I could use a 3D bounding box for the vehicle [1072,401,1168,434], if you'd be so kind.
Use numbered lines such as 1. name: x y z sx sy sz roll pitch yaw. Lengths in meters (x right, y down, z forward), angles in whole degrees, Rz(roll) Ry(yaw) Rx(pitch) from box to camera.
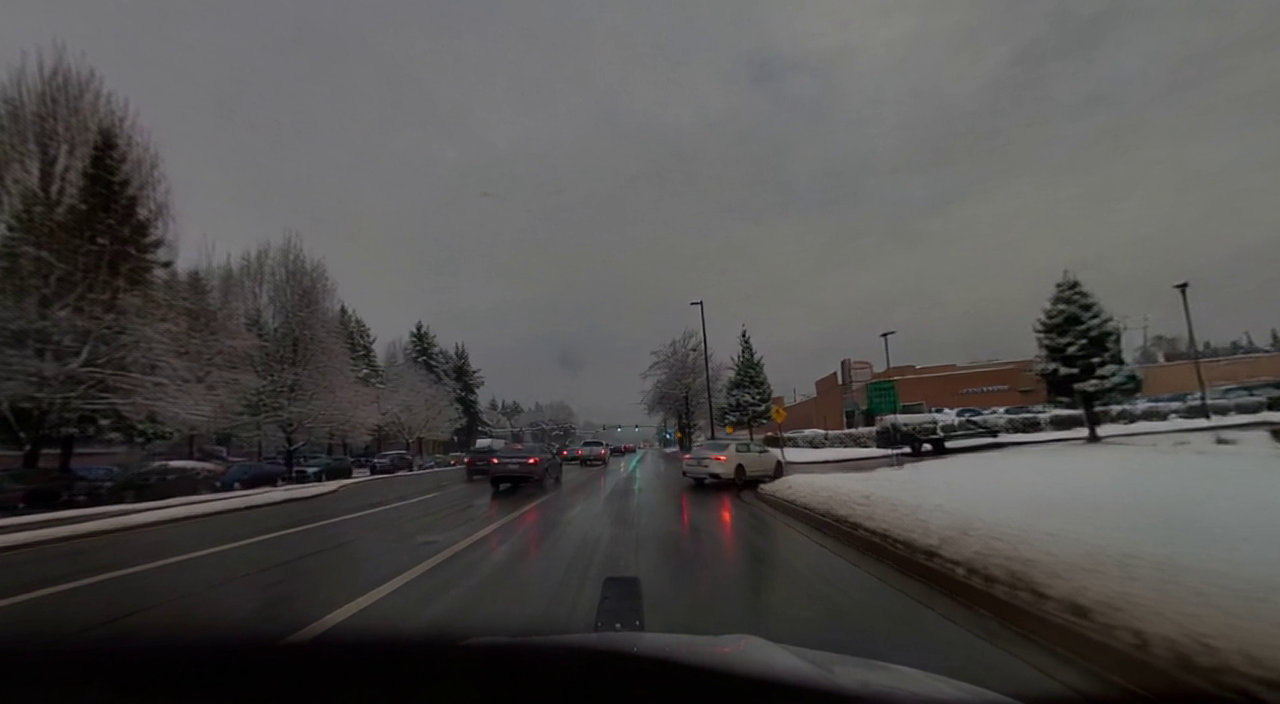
1. vehicle: 27.325 3.796 36.217 1.992 1.498 4.667 -5 -9 3

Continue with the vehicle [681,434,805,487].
1. vehicle: 3.495 3.509 20.820 2.208 1.513 4.504 -6 -10 35

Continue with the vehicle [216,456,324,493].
1. vehicle: -16.769 5.544 28.982 1.981 1.431 4.862 0 -8 1

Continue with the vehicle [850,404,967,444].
1. vehicle: 14.178 3.872 33.606 5.161 1.993 2.293 0 -8 2

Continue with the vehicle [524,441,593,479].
1. vehicle: -3.382 4.614 27.279 2.235 1.500 4.420 0 -8 2

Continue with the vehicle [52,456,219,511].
1. vehicle: -17.309 4.489 22.051 2.084 1.624 4.486 0 -8 0

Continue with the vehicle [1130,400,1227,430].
1. vehicle: 30.214 3.576 35.600 1.985 1.485 4.071 -1 -8 3

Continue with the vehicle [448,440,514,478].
1. vehicle: -7.790 5.278 31.373 2.054 1.744 4.422 0 -8 1

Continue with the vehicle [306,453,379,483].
1. vehicle: -16.540 6.455 35.374 1.849 1.472 4.441 0 -8 1

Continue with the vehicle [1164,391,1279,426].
1. vehicle: 32.758 3.260 35.807 2.137 1.697 4.811 -1 -8 3

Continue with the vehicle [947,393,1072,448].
1. vehicle: 15.960 3.045 27.148 6.193 2.081 2.569 7 -11 -40

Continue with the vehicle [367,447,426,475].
1. vehicle: -16.558 7.406 43.222 2.073 1.749 4.770 0 -8 1
